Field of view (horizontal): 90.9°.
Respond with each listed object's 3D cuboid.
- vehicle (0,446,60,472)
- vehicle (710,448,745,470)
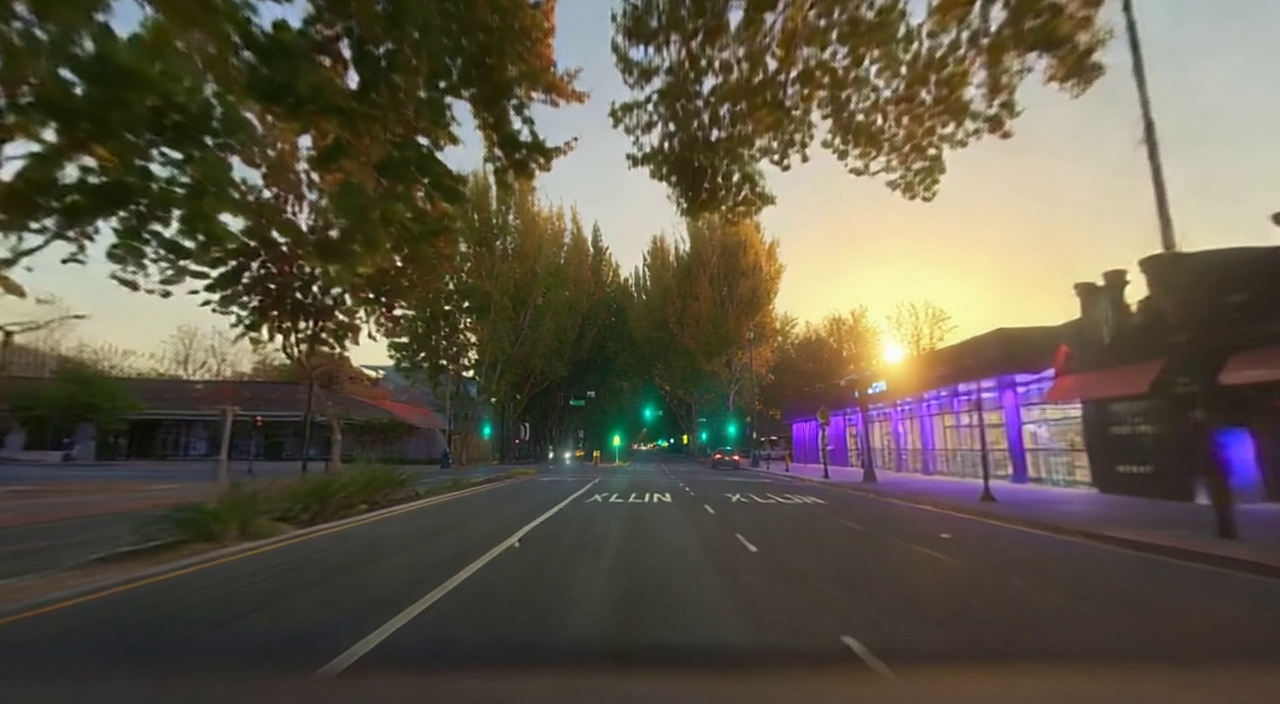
[{"bbox_3d":[-44.239,7.485,44.188,4.973,1.790,1.987,0,-8,-1],"label":"vehicle"},{"bbox_3d":[6.461,7.909,46.808,1.906,1.523,4.336,0,-9,-1],"label":"vehicle"}]
